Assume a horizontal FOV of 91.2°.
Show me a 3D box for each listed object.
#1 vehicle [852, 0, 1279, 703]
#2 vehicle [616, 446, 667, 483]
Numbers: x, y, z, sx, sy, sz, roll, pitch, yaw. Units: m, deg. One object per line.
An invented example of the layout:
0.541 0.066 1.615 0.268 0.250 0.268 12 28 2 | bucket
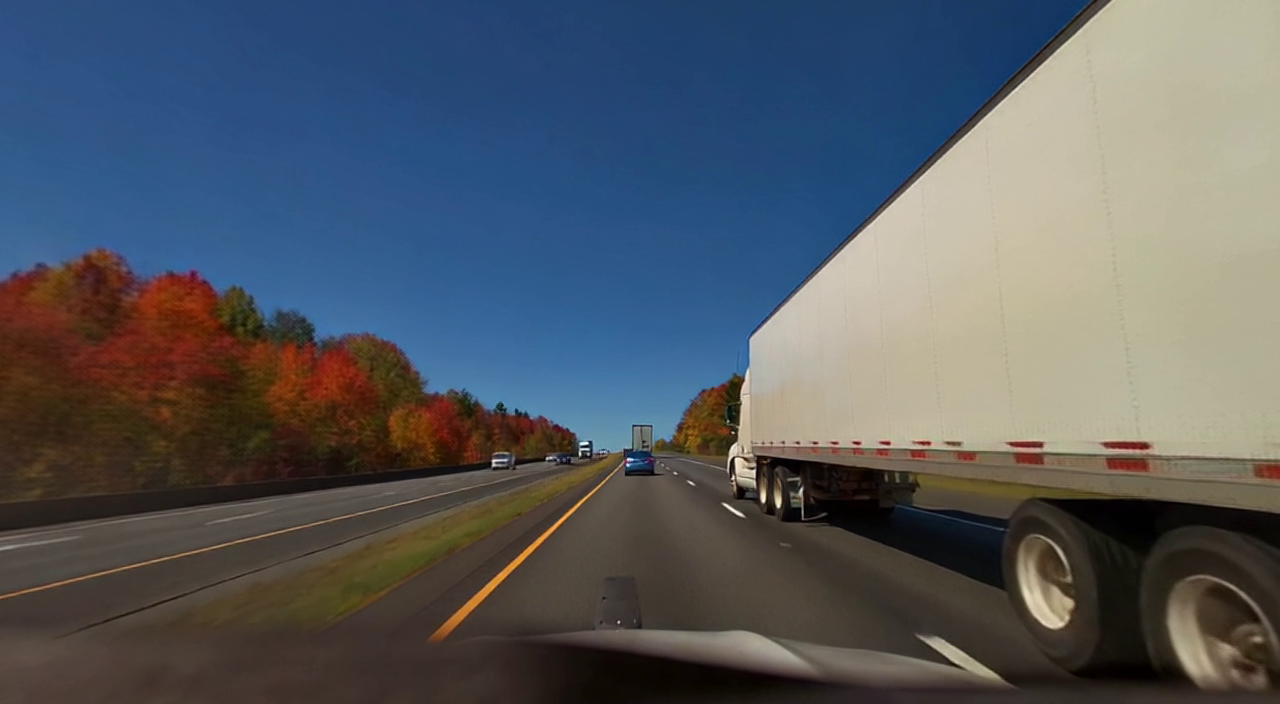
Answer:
3.990 -0.195 2.705 3.004 3.923 8.363 0 -9 -1 | vehicle
0.029 4.975 28.010 2.099 1.506 4.097 0 -9 0 | vehicle
